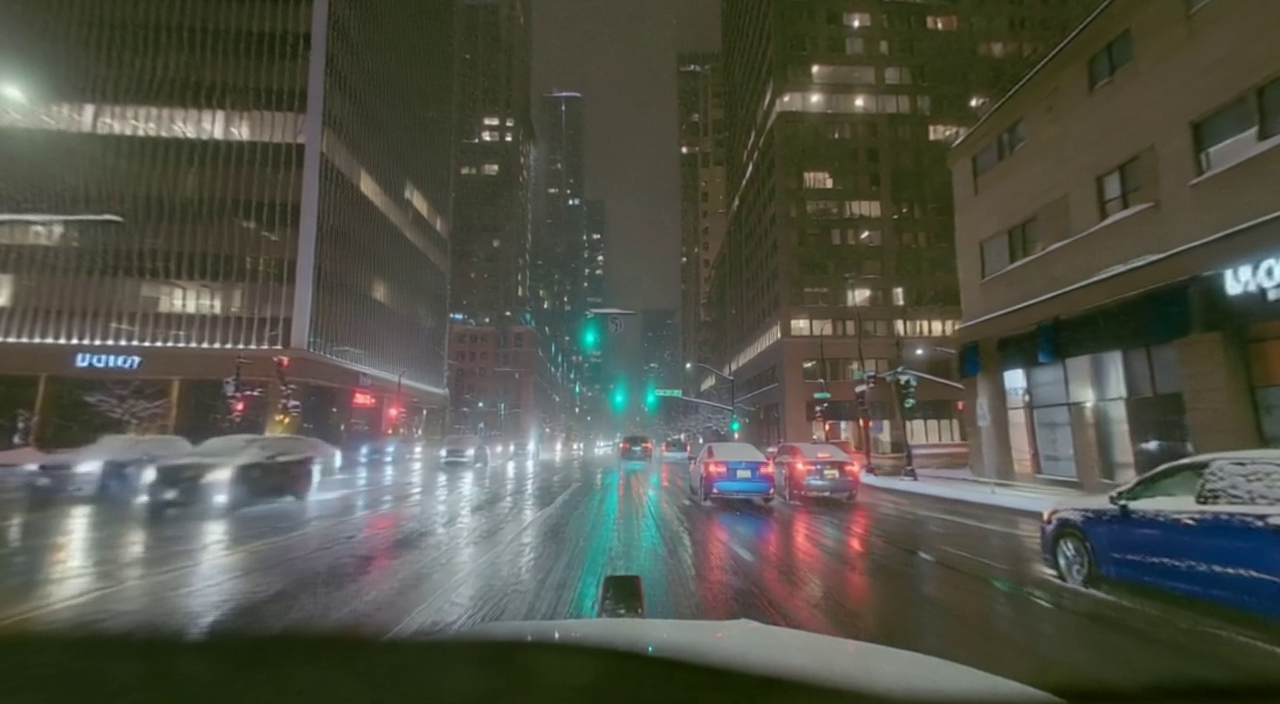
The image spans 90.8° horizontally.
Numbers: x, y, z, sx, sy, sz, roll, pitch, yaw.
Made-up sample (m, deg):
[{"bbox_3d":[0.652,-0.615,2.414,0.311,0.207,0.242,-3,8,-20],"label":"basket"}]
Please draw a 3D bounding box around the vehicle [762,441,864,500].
[{"bbox_3d":[5.565,3.859,20.992,2.015,1.745,4.444,0,-9,-2],"label":"vehicle"}]

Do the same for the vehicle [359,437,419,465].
[{"bbox_3d":[-16.314,6.461,41.341,2.087,1.676,4.567,0,-9,-1],"label":"vehicle"}]

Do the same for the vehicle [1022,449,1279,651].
[{"bbox_3d":[5.710,1.582,5.395,1.914,1.484,4.639,0,-9,-1],"label":"vehicle"}]

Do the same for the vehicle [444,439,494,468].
[{"bbox_3d":[-10.243,6.095,38.114,1.879,1.637,4.100,0,-9,0],"label":"vehicle"}]

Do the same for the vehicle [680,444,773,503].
[{"bbox_3d":[2.368,3.472,18.540,1.987,1.484,4.427,0,-9,-2],"label":"vehicle"}]

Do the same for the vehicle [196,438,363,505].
[{"bbox_3d":[-9.594,3.194,17.363,1.960,1.568,4.511,0,-9,-1],"label":"vehicle"}]

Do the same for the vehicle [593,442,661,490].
[{"bbox_3d":[-0.433,3.880,21.801,2.096,1.457,4.160,0,-9,-1],"label":"vehicle"}]

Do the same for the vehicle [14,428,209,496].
[{"bbox_3d":[-15.305,3.208,18.719,1.932,1.760,4.422,0,-9,-1],"label":"vehicle"}]
